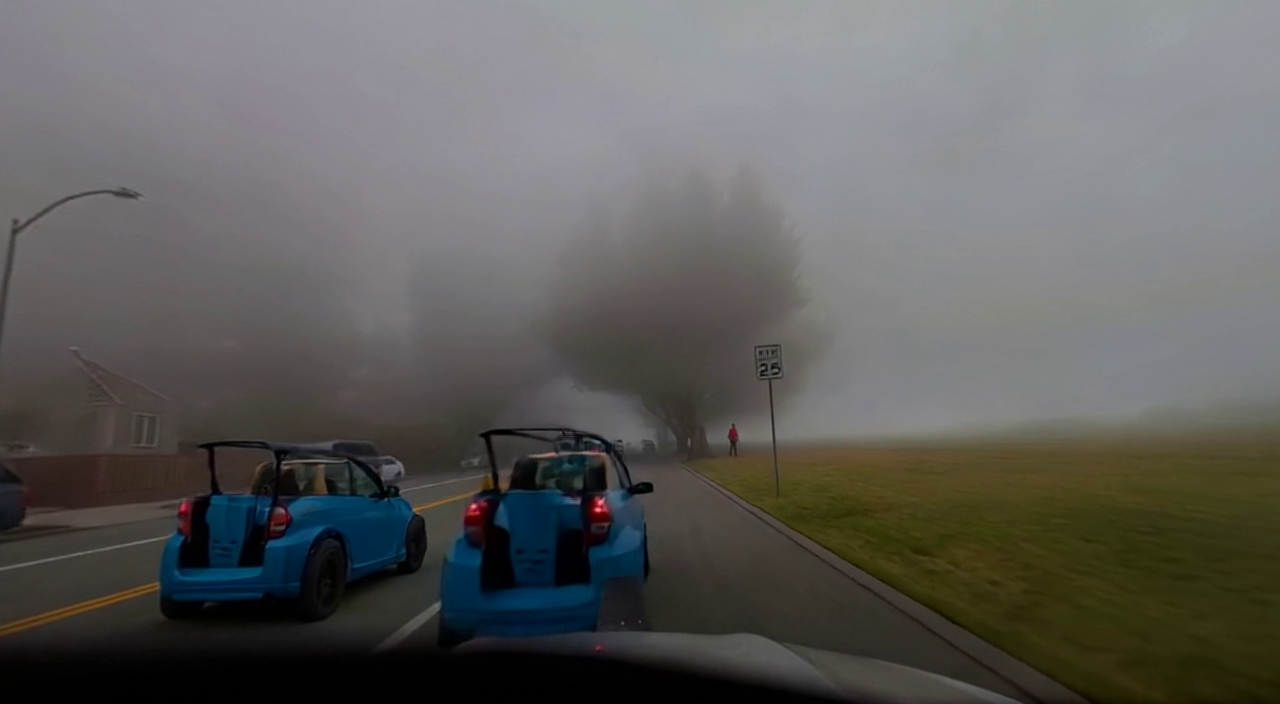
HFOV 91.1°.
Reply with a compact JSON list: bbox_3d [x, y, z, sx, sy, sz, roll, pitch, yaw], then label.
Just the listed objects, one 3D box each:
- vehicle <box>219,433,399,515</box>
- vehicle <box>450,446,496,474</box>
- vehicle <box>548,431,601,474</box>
[{"bbox_3d":[-8.755,3.237,17.355,2.060,1.785,5.303,-3,-9,1],"label":"vehicle"},{"bbox_3d":[-11.717,7.577,44.311,1.904,1.728,4.997,2,-8,-1],"label":"vehicle"},{"bbox_3d":[-2.932,4.596,28.862,1.908,1.809,4.230,0,-8,1],"label":"vehicle"}]
